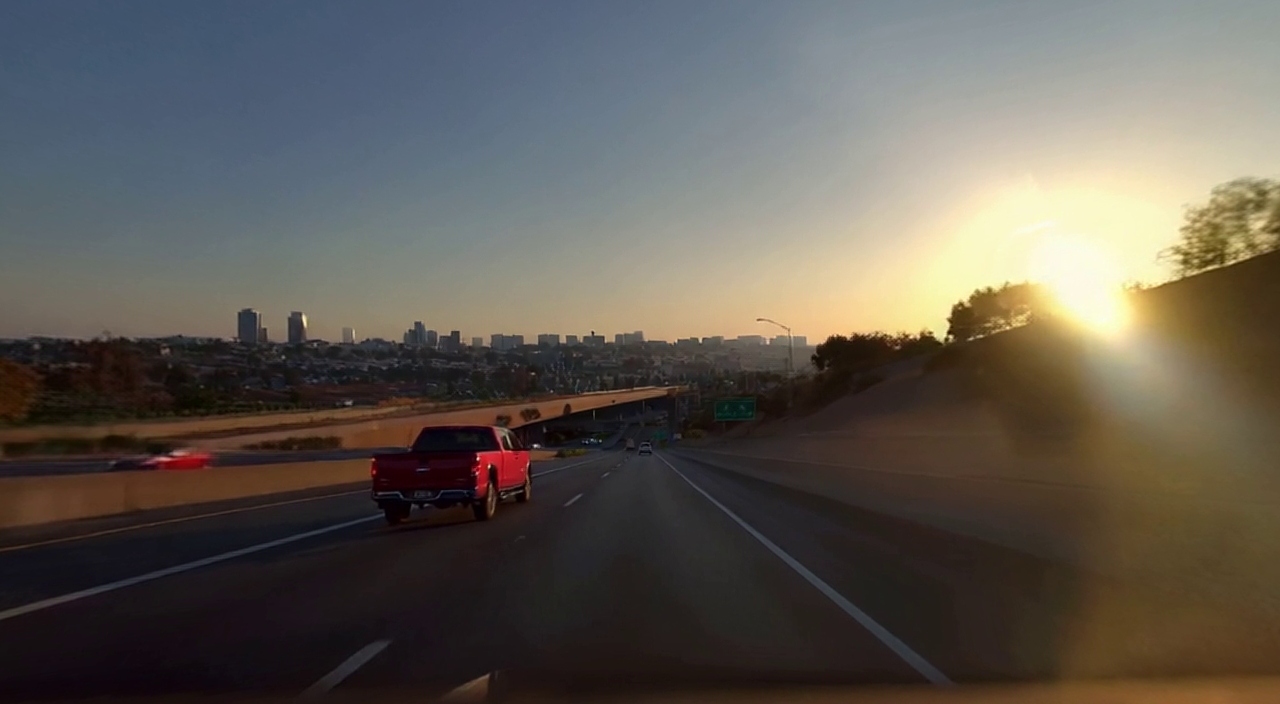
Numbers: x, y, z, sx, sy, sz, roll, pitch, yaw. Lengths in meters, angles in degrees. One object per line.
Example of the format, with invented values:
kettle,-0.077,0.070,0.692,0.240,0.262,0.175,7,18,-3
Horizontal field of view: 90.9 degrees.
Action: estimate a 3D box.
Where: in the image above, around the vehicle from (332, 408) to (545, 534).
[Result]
vehicle,-3.555,2.262,12.635,2.350,1.932,5.562,0,-8,1
